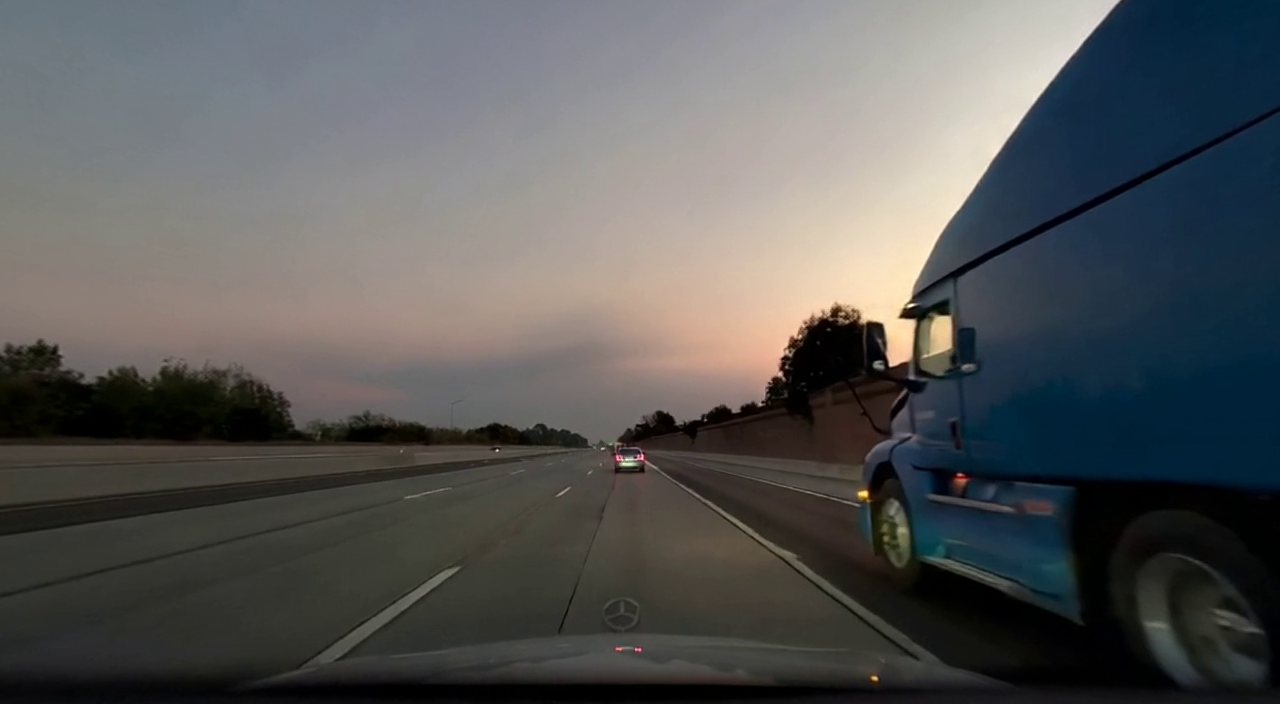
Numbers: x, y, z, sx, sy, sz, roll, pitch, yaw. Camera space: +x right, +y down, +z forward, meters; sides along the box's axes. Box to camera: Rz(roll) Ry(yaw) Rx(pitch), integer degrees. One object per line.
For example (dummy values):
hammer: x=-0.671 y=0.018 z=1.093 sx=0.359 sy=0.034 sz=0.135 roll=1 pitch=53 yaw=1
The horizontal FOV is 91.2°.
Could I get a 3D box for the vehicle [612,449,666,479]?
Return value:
vehicle: x=-0.154 y=5.500 z=31.184 sx=2.398 sy=1.336 sz=5.698 roll=0 pitch=-9 yaw=-2
